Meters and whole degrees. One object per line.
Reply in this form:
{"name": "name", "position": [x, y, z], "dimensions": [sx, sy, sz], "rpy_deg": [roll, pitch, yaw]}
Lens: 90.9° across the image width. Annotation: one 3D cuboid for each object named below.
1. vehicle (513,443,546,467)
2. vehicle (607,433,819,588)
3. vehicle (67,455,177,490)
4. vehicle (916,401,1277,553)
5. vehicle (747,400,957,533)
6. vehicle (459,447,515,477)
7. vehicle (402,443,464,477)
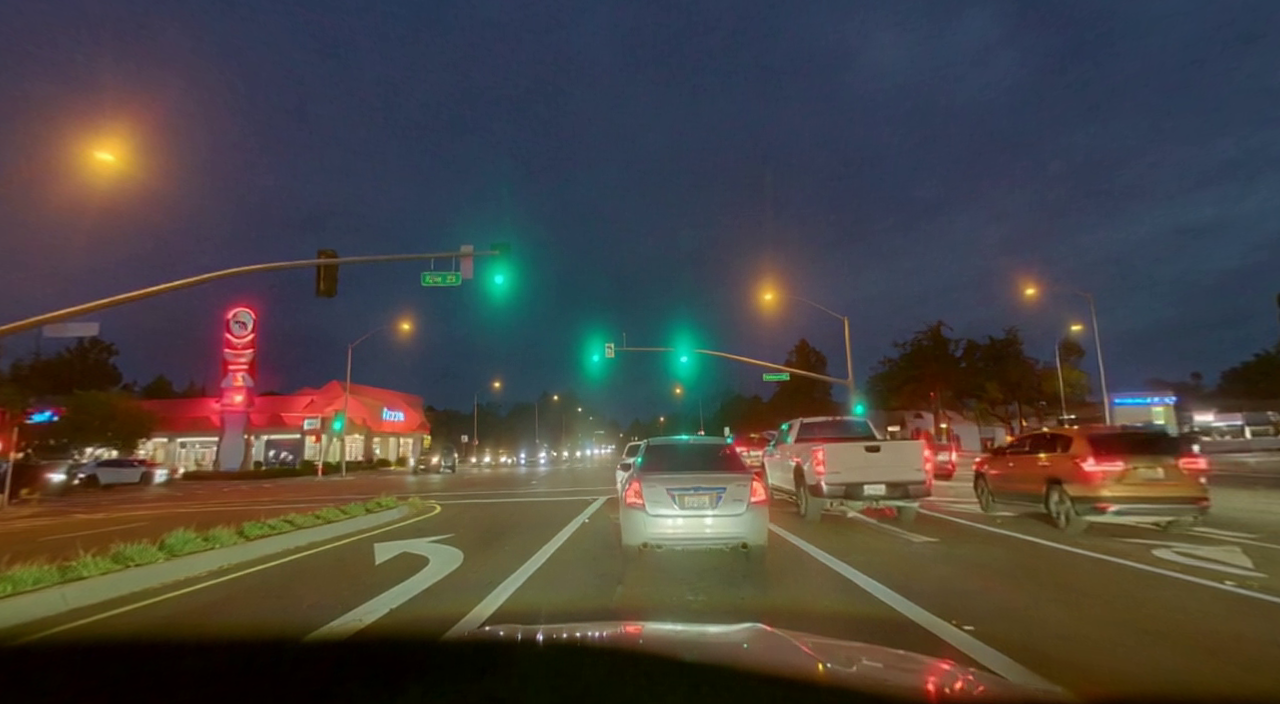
{"name": "vehicle", "position": [-8.550, 8.017, 49.195], "dimensions": [1.904, 1.789, 4.021], "rpy_deg": [0, -8, -1]}
{"name": "vehicle", "position": [0.623, 1.796, 7.985], "dimensions": [2.038, 1.447, 3.756], "rpy_deg": [0, -8, -3]}
{"name": "vehicle", "position": [-29.075, 6.732, 35.431], "dimensions": [4.789, 1.828, 2.025], "rpy_deg": [-2, -9, 11]}
{"name": "vehicle", "position": [7.278, 2.050, 11.124], "dimensions": [2.323, 2.009, 5.266], "rpy_deg": [0, -8, -1]}
{"name": "vehicle", "position": [3.843, 2.226, 12.826], "dimensions": [2.358, 2.116, 5.328], "rpy_deg": [0, -8, -1]}
{"name": "vehicle", "position": [-8.231, 5.954, 34.367], "dimensions": [2.002, 1.469, 4.301], "rpy_deg": [0, -8, 0]}
{"name": "vehicle", "position": [-11.973, 6.242, 36.862], "dimensions": [1.991, 1.844, 4.393], "rpy_deg": [0, -8, 2]}
